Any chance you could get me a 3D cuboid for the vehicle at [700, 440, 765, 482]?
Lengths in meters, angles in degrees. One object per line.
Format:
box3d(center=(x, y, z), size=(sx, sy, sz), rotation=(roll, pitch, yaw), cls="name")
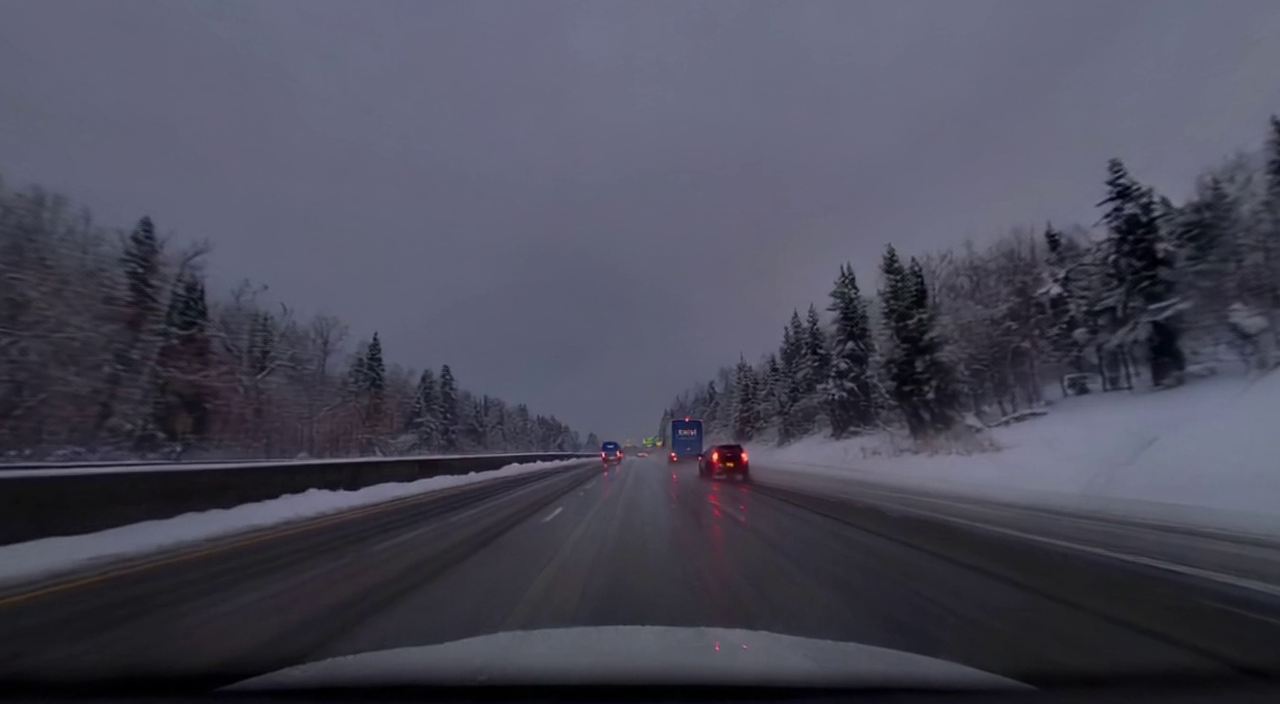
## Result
box3d(center=(3.919, 4.696, 27.392), size=(2.066, 1.638, 4.158), rotation=(0, -9, -2), cls="vehicle")
